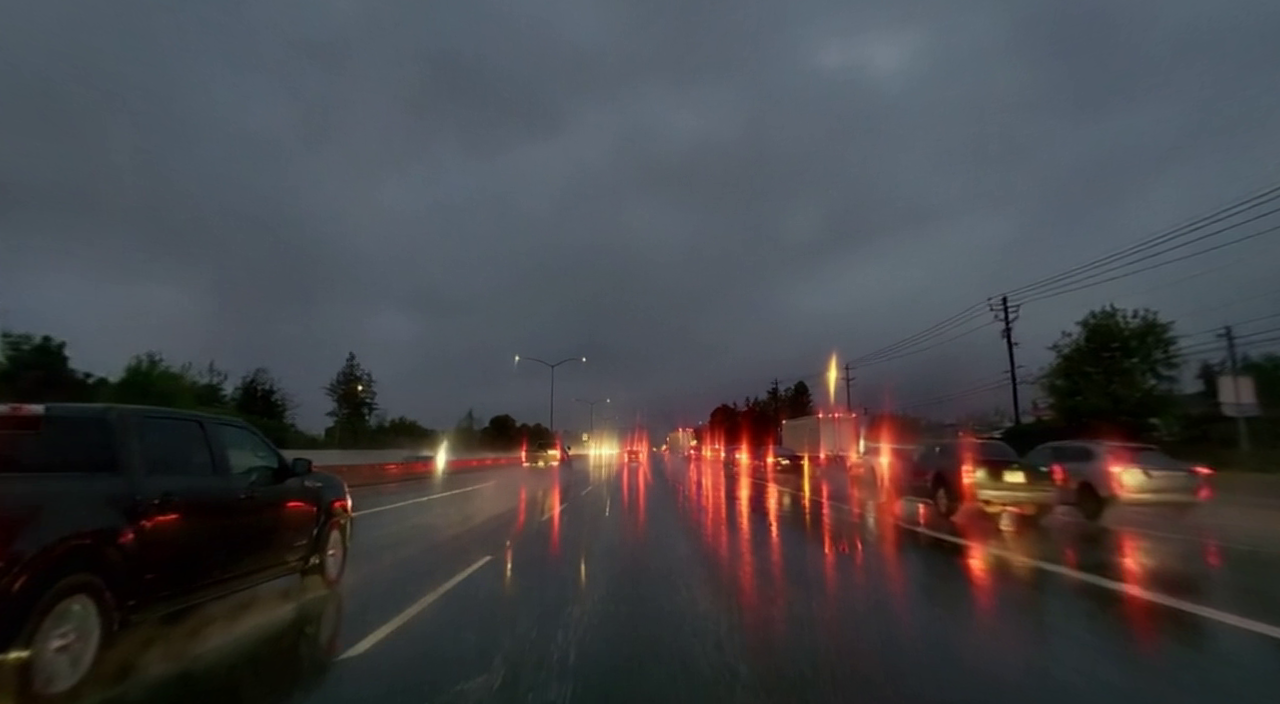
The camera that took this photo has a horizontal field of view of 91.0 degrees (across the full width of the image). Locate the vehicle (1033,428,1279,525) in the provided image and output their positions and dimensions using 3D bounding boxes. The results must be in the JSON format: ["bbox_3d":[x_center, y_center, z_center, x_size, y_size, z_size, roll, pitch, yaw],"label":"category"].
[{"bbox_3d":[10.884,2.584,13.620,1.975,1.720,4.285,0,-9,0],"label":"vehicle"}]

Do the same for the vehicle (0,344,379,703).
[{"bbox_3d":[-3.453,0.982,3.397,2.127,1.705,4.374,0,-9,1],"label":"vehicle"}]

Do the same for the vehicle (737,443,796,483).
[{"bbox_3d":[5.470,4.832,27.717,1.956,1.576,4.211,0,-9,3],"label":"vehicle"}]

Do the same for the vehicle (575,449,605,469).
[{"bbox_3d":[-3.902,8.437,49.794,1.984,1.406,4.030,0,-9,1],"label":"vehicle"}]

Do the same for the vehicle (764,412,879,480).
[{"bbox_3d":[10.408,5.670,38.014,3.442,3.405,11.948,0,-9,0],"label":"vehicle"}]

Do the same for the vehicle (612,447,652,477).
[{"bbox_3d":[-0.420,5.941,34.422,2.060,1.508,4.308,0,-9,0],"label":"vehicle"}]

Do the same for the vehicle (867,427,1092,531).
[{"bbox_3d":[6.312,2.392,12.425,2.058,1.667,4.209,0,-9,0],"label":"vehicle"}]

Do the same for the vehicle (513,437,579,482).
[{"bbox_3d":[-4.047,4.725,28.006,2.147,1.825,4.602,0,-9,1],"label":"vehicle"}]
